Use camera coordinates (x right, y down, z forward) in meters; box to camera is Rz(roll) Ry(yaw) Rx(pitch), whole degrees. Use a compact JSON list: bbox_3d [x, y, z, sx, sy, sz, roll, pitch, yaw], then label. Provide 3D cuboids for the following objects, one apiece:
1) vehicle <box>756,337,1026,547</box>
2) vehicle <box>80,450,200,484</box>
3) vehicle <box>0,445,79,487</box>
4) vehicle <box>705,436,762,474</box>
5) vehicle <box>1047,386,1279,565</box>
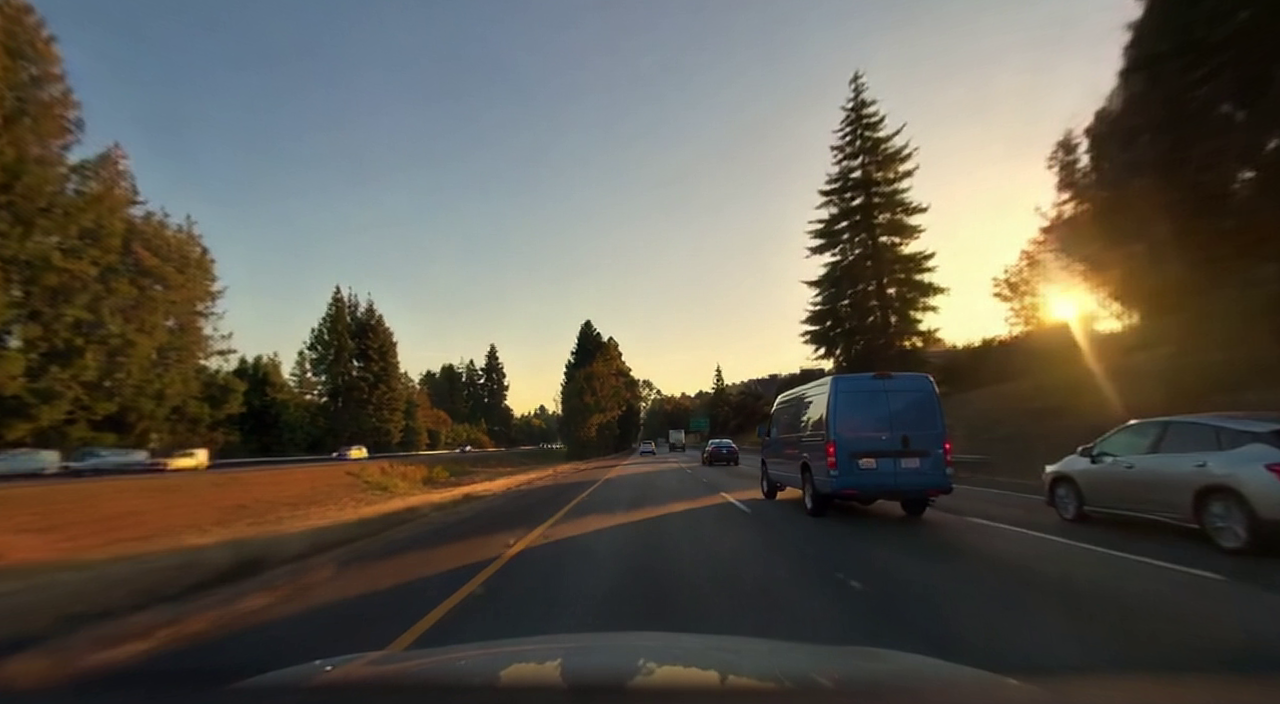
[{"bbox_3d":[3.725,1.558,11.045,2.302,2.670,5.912,0,-8,1],"label":"vehicle"},{"bbox_3d":[-24.469,5.618,31.140,1.914,1.494,4.844,0,-8,1],"label":"vehicle"},{"bbox_3d":[-31.612,5.597,31.164,2.282,1.999,5.942,0,-8,0],"label":"vehicle"},{"bbox_3d":[4.437,4.943,30.478,2.034,1.651,4.342,0,-8,0],"label":"vehicle"},{"bbox_3d":[8.003,1.544,8.252,2.212,1.902,4.654,0,-8,0],"label":"vehicle"}]
